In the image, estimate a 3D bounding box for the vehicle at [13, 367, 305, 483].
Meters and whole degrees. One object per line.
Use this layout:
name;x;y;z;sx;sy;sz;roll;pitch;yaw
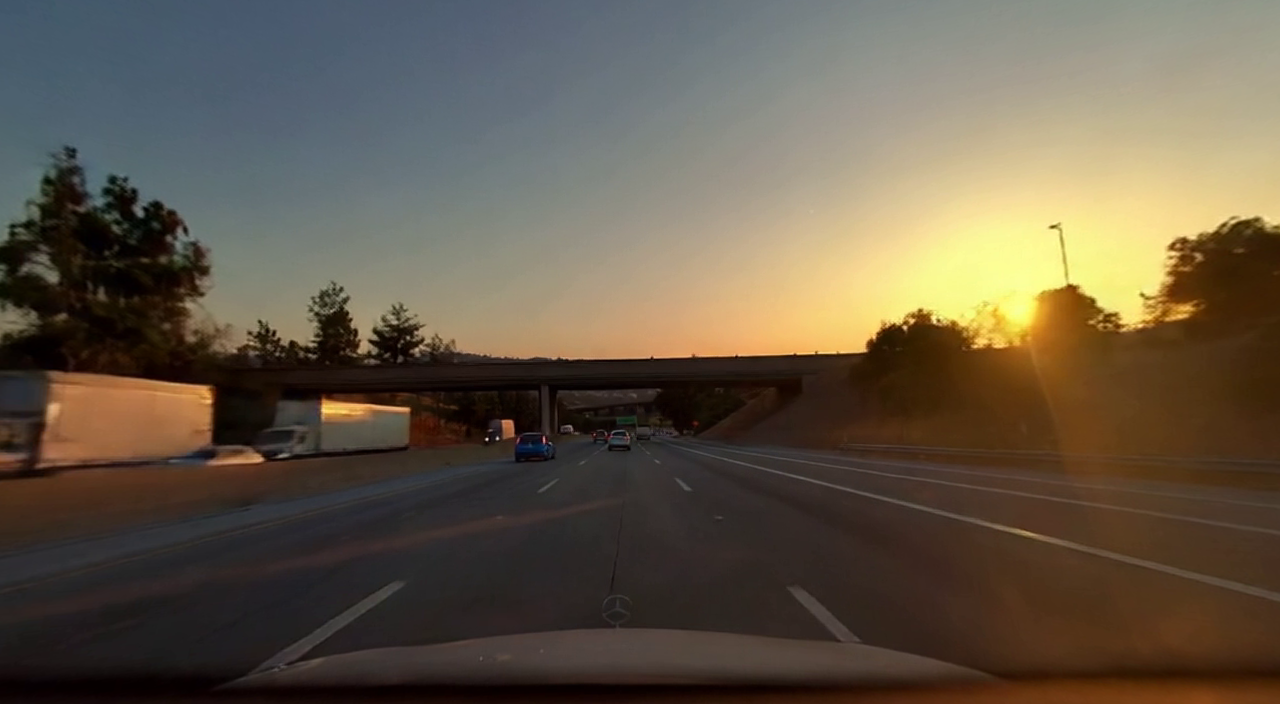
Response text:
vehicle;-20.710;3.486;29.197;2.851;4.082;13.788;0;-8;-1

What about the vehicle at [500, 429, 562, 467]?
vehicle;-4.807;4.299;28.386;2.017;1.537;4.496;0;-8;0

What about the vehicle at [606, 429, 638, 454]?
vehicle;-1.182;6.107;42.851;2.116;1.625;4.004;0;-8;0

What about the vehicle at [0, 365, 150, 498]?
vehicle;-20.596;2.641;20.983;3.146;3.920;6.327;1;-7;-1

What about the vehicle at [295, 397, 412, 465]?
vehicle;-16.603;4.715;37.330;2.942;3.572;8.438;0;-8;0
